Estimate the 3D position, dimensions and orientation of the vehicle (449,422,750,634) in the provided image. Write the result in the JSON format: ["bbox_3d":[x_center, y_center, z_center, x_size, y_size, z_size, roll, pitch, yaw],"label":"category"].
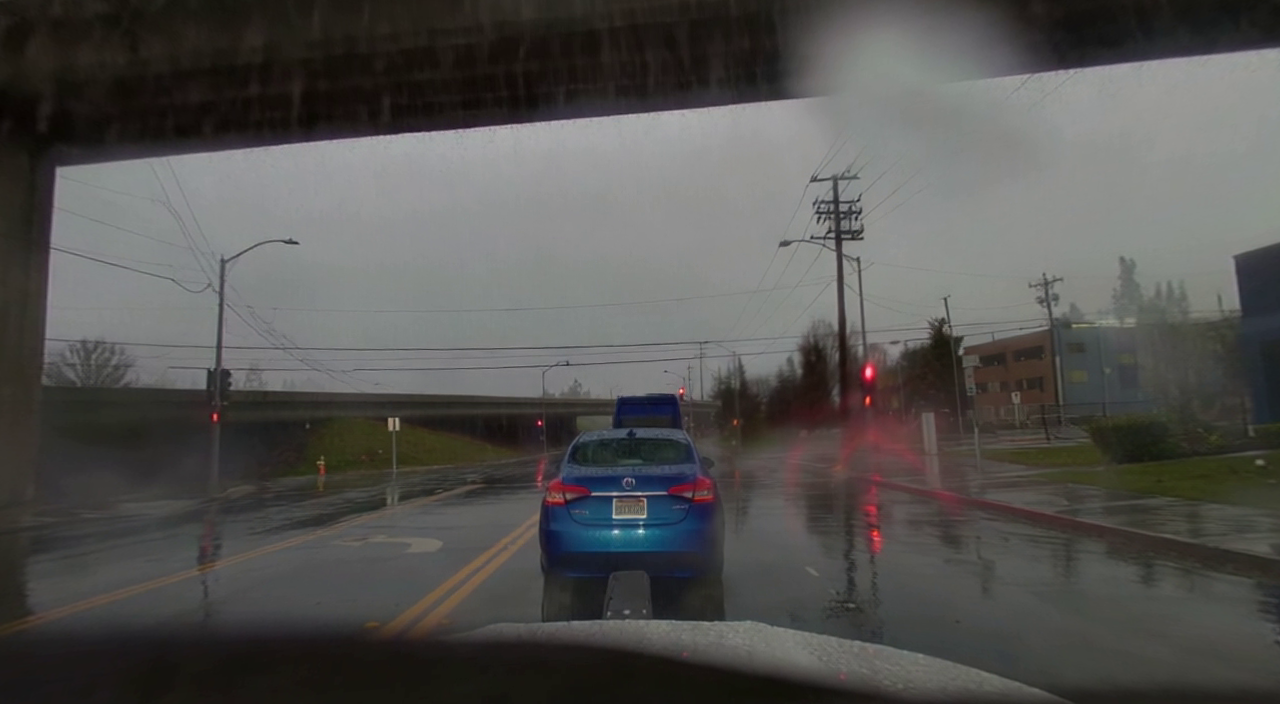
[{"bbox_3d":[-0.245,1.533,6.468,2.090,1.458,4.033,-1,-9,1],"label":"vehicle"}]
